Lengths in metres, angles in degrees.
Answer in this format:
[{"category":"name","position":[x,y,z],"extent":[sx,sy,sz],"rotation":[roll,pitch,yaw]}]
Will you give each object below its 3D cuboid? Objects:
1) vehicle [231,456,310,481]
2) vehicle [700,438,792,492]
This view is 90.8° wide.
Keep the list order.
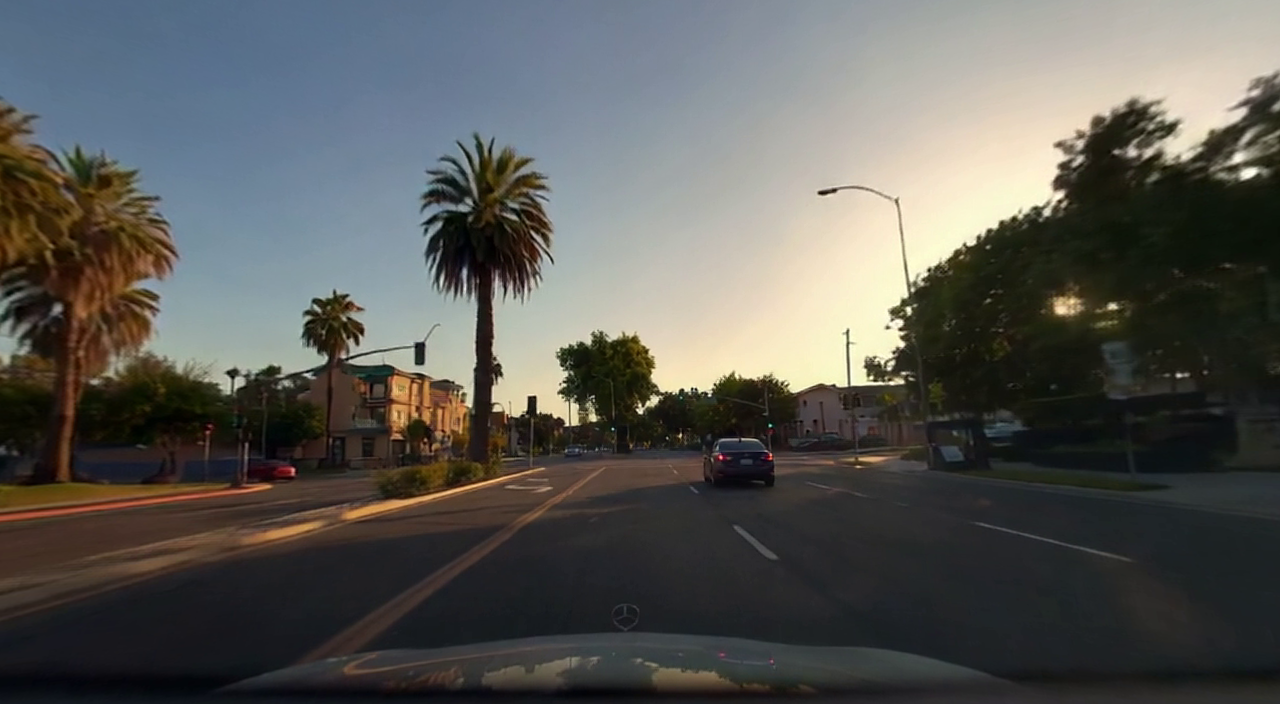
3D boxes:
[{"category":"vehicle","position":[-26.748,8.431,45.790],"extent":[4.558,1.718,2.151],"rotation":[-2,-8,9]},{"category":"vehicle","position":[3.099,3.403,19.428],"extent":[1.964,1.448,4.295],"rotation":[0,-8,-1]}]
